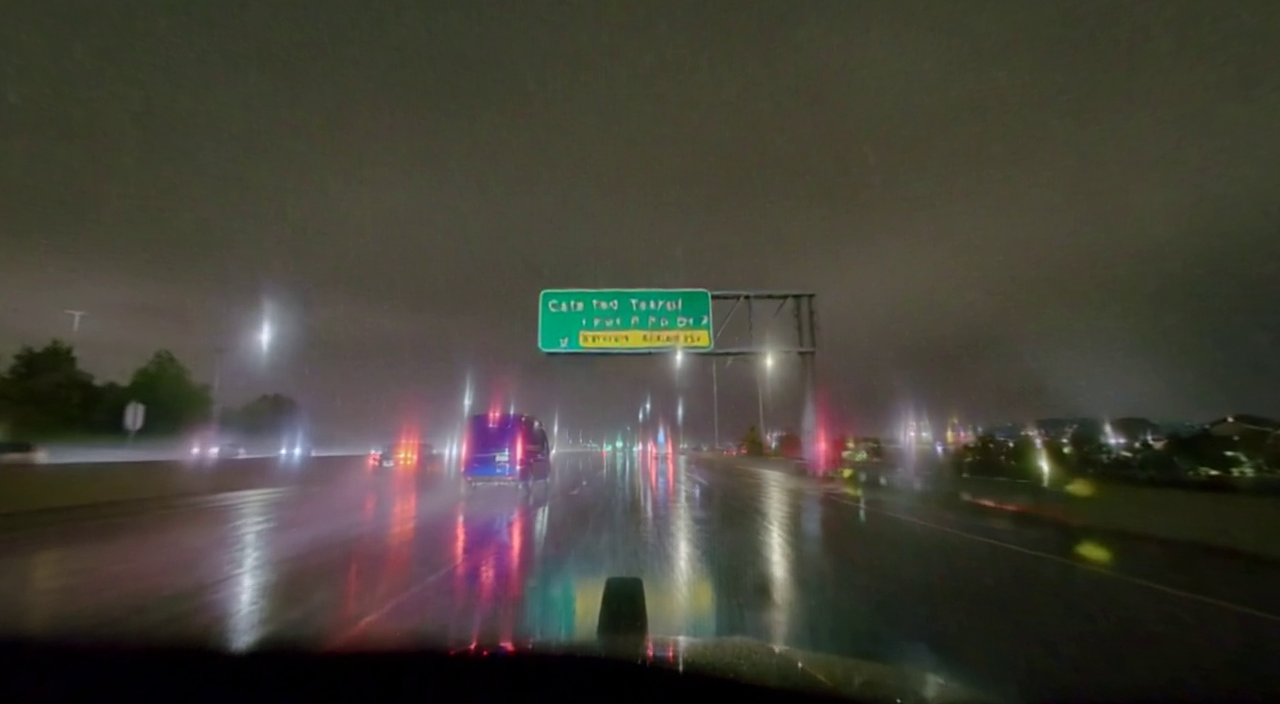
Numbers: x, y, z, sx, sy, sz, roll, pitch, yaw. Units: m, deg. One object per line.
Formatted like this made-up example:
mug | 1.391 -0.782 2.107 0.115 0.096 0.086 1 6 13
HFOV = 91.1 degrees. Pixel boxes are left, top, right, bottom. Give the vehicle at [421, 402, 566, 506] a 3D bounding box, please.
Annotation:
vehicle | -3.491 2.608 16.335 2.372 2.248 5.393 0 -9 1

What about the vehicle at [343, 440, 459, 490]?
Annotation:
vehicle | -7.928 3.779 21.393 1.987 1.490 4.781 0 -9 1
